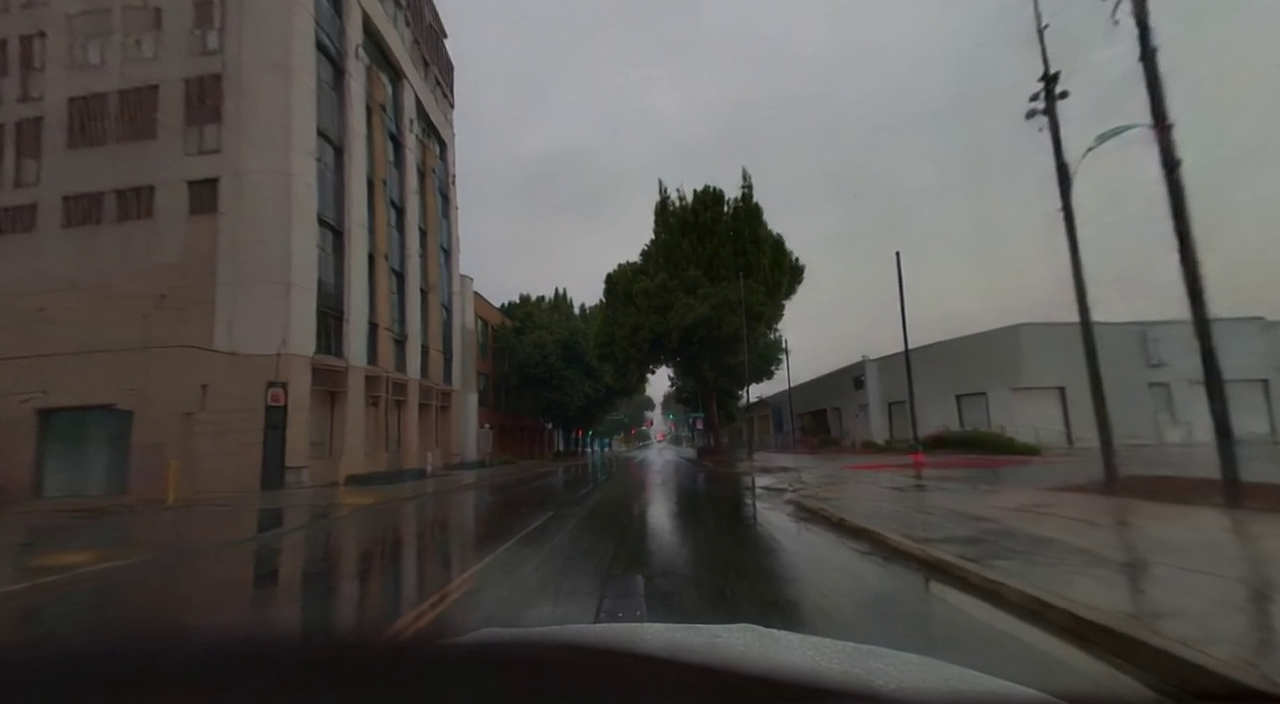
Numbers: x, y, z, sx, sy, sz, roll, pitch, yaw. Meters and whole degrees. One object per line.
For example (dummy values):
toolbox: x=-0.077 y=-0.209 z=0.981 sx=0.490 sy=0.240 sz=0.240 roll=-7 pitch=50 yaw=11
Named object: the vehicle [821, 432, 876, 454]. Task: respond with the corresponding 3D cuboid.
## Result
vehicle: x=16.042 y=7.027 z=48.518 sx=3.627 sy=1.567 sz=1.774 roll=-3 pitch=-8 yaw=3
